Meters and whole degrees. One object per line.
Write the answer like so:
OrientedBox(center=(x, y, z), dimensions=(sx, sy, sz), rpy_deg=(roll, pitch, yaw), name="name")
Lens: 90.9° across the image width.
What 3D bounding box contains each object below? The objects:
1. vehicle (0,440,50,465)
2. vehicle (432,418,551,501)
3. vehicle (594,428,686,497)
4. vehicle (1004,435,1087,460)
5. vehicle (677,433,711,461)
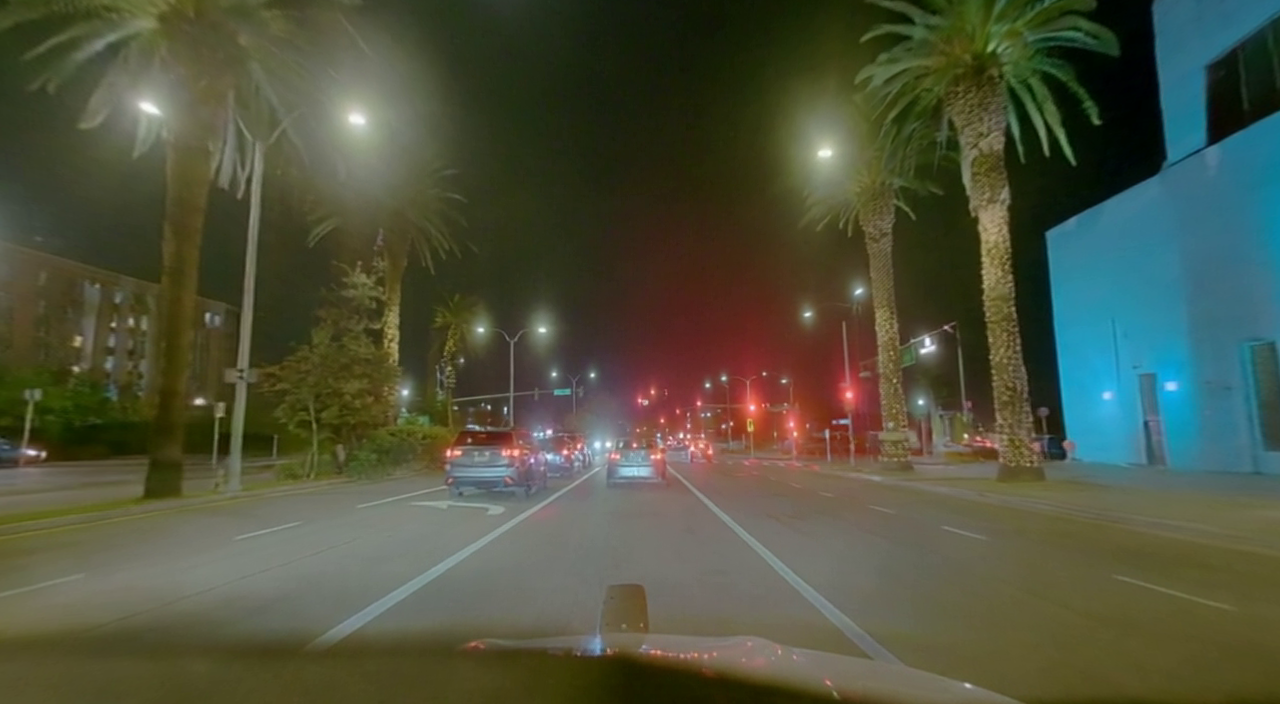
OrientedBox(center=(-36.961, 5.837, 36.757), dimensions=(1.608, 1.428, 3.457), rpy_deg=(-8, -12, 42), name="vehicle")
OrientedBox(center=(-3.469, 2.611, 15.610), dimensions=(1.914, 1.741, 4.398), rpy_deg=(0, -9, -1), name="vehicle")
OrientedBox(center=(-0.006, 2.874, 16.693), dimensions=(2.114, 1.585, 4.285), rpy_deg=(0, -9, 0), name="vehicle")
OrientedBox(center=(25.438, 6.020, 39.622), dimensions=(3.914, 1.427, 1.779), rpy_deg=(-1, -8, 1), name="vehicle")
OrientedBox(center=(3.712, 6.727, 44.455), dimensions=(1.992, 1.834, 4.572), rpy_deg=(0, -9, 0), name="vehicle")
